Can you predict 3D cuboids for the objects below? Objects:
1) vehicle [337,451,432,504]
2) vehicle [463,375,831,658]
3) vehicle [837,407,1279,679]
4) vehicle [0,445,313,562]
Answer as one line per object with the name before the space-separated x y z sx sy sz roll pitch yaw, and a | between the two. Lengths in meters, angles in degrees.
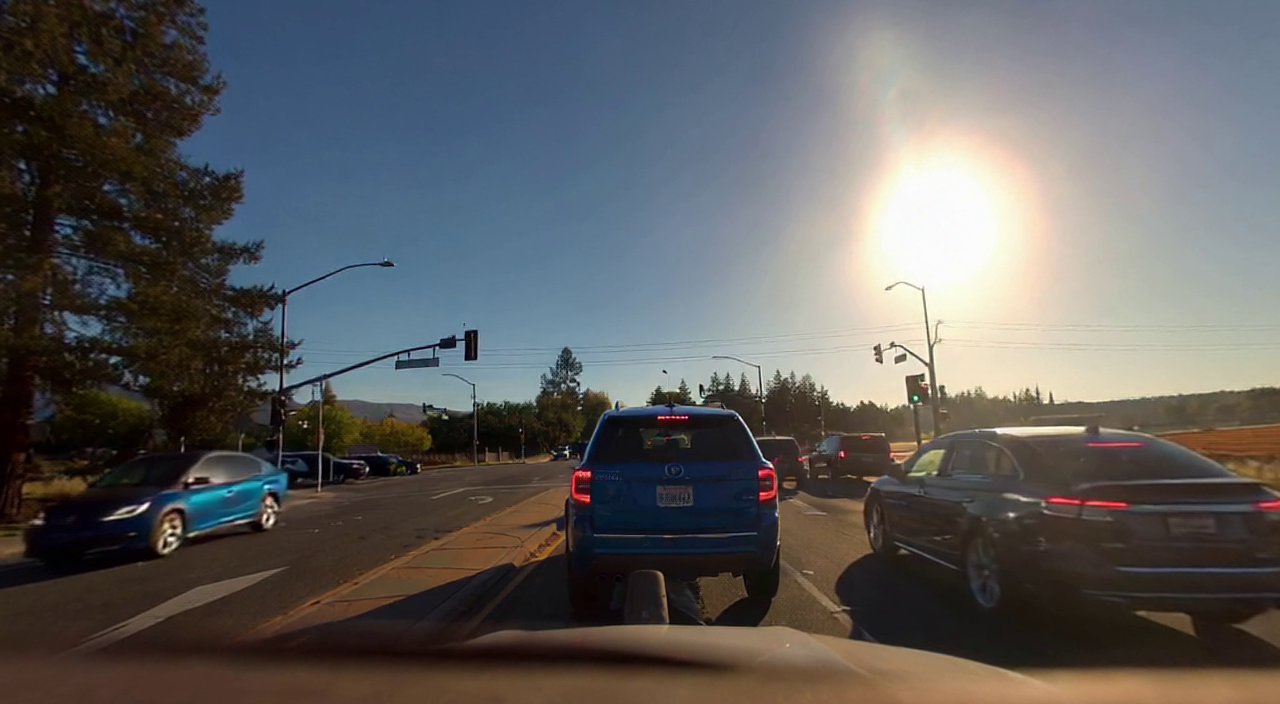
vehicle | -8.398 4.113 21.200 2.265 1.458 4.559 2 -9 -14
vehicle | 0.041 1.330 6.113 2.298 1.770 4.138 0 -8 0
vehicle | 3.498 1.357 5.636 2.097 1.473 4.252 0 -8 0
vehicle | -8.452 2.588 11.713 2.026 1.680 4.608 -1 -8 4
